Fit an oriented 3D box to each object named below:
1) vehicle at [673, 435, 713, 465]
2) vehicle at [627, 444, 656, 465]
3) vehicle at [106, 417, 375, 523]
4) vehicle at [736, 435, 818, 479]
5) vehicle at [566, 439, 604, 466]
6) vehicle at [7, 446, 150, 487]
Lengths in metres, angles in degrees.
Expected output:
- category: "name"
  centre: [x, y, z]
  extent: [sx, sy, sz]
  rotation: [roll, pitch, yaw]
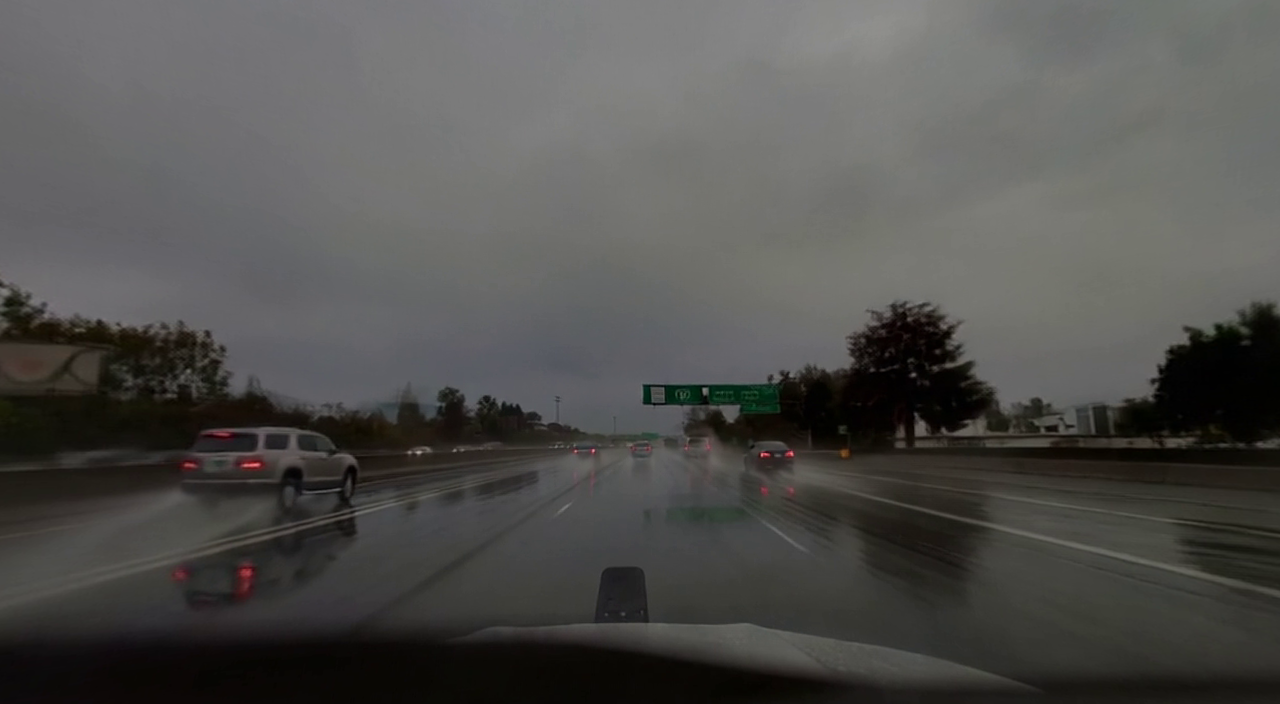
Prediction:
- category: "vehicle"
  centre: [3.680, 6.916, 44.690]
  extent: [2.348, 1.991, 5.460]
  rotation: [0, -8, 0]
- category: "vehicle"
  centre: [0.106, 7.553, 46.797]
  extent: [2.050, 1.452, 3.917]
  rotation: [0, -8, 0]
- category: "vehicle"
  centre: [-7.906, 2.395, 13.391]
  extent: [2.199, 1.781, 5.271]
  rotation: [0, -8, 1]
- category: "vehicle"
  centre: [5.598, 4.360, 26.428]
  extent: [2.196, 1.659, 4.451]
  rotation: [0, -8, -3]
- category: "vehicle"
  centre: [-3.790, 6.999, 44.044]
  extent: [2.118, 1.750, 4.875]
  rotation: [0, -8, 1]
- category: "vehicle"
  centre: [-22.617, 4.589, 25.662]
  extent: [1.926, 1.487, 4.171]
  rotation: [-1, -8, 1]
